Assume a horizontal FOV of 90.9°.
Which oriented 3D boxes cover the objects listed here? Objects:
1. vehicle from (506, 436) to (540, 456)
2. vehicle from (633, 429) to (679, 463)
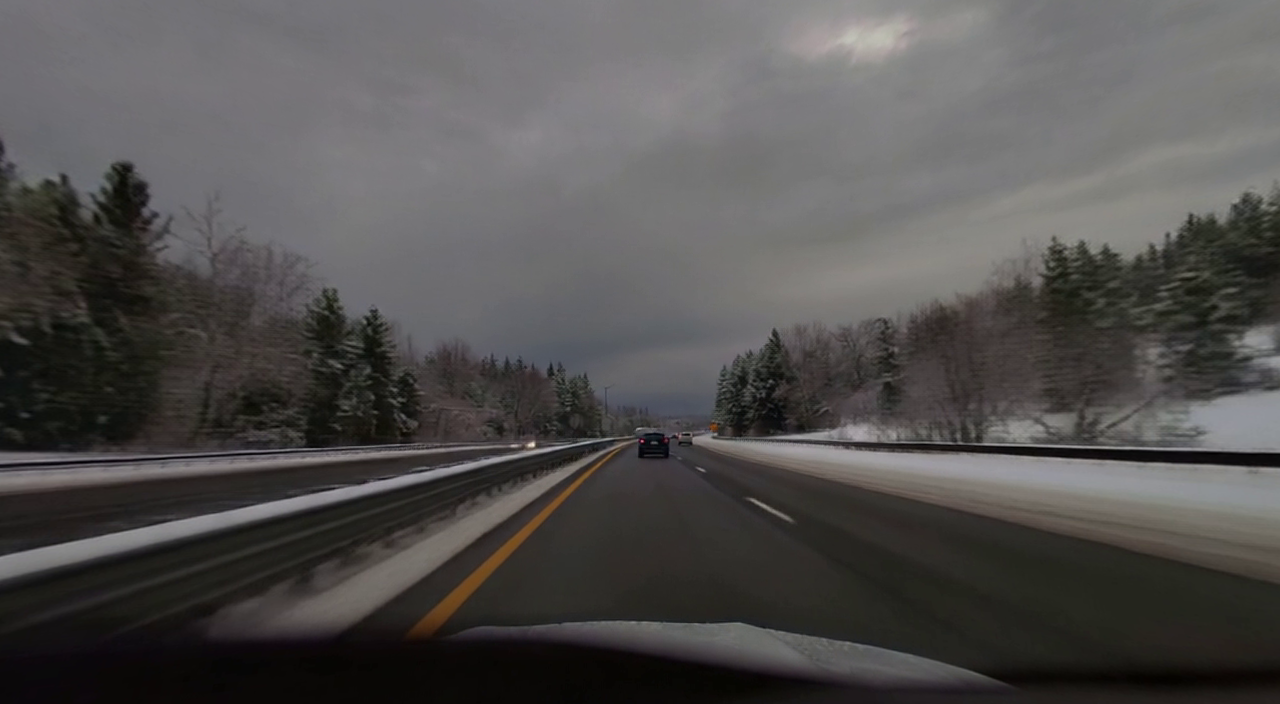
[{"bbox_3d":[-8.721,7.016,47.071,1.845,1.478,3.431,0,-8,0],"label":"vehicle"},{"bbox_3d":[0.681,4.504,30.328,2.046,1.526,3.903,0,-8,-1],"label":"vehicle"}]
